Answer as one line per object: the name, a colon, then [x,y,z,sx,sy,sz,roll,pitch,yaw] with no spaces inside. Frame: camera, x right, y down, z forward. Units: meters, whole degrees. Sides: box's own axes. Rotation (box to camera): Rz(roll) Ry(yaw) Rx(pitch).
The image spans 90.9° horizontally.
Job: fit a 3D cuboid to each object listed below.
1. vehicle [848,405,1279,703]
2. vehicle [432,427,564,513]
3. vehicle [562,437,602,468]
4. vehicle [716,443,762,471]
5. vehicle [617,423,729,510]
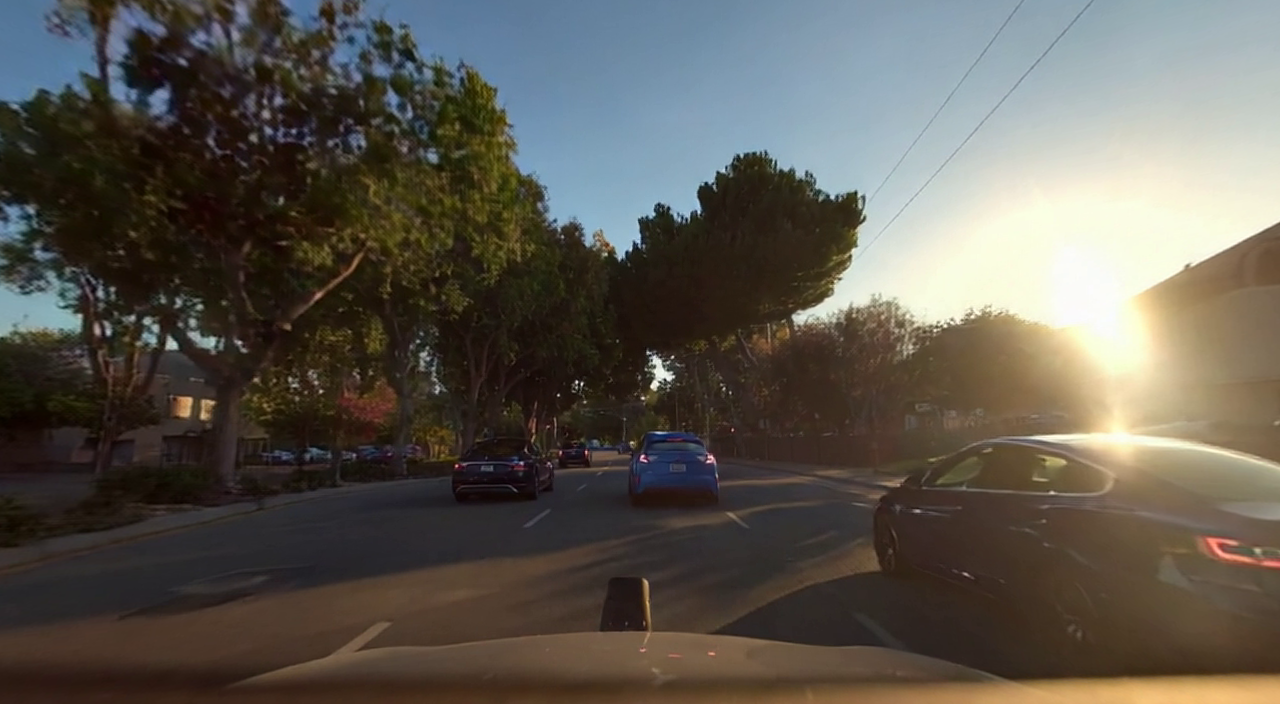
vehicle: [3.450,1.307,4.881,2.017,1.491,4.611,0,-8,-1]
vehicle: [-3.103,2.689,14.885,2.043,1.687,4.676,0,-8,0]
vehicle: [-3.411,6.070,38.071,2.014,1.755,4.360,0,-8,0]
vehicle: [5.668,6.062,36.607,2.010,1.486,4.498,0,-8,1]
vehicle: [0.620,2.653,15.024,2.280,1.747,4.361,0,-8,-1]
